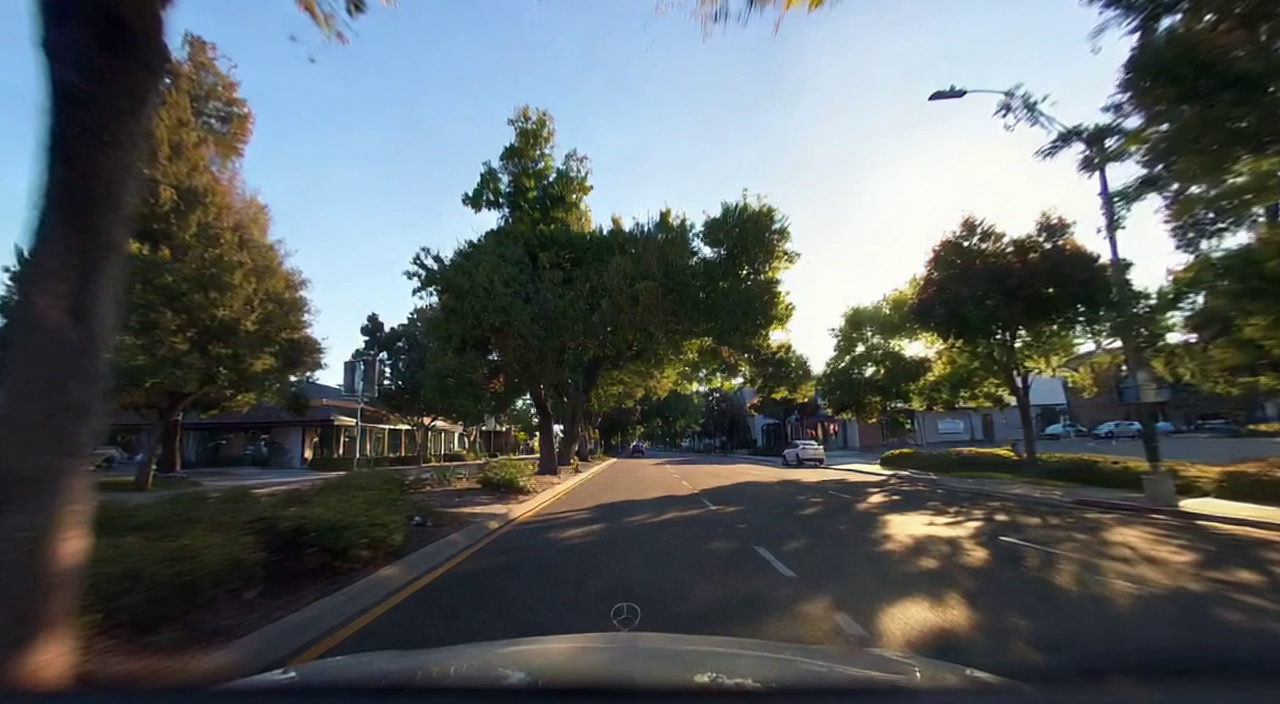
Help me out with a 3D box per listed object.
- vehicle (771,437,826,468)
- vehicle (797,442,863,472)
[{"bbox_3d":[9.813,6.260,39.420,2.159,1.767,4.617,0,-9,-1],"label":"vehicle"},{"bbox_3d":[9.964,5.541,33.505,1.885,1.461,4.751,0,-9,-2],"label":"vehicle"}]
